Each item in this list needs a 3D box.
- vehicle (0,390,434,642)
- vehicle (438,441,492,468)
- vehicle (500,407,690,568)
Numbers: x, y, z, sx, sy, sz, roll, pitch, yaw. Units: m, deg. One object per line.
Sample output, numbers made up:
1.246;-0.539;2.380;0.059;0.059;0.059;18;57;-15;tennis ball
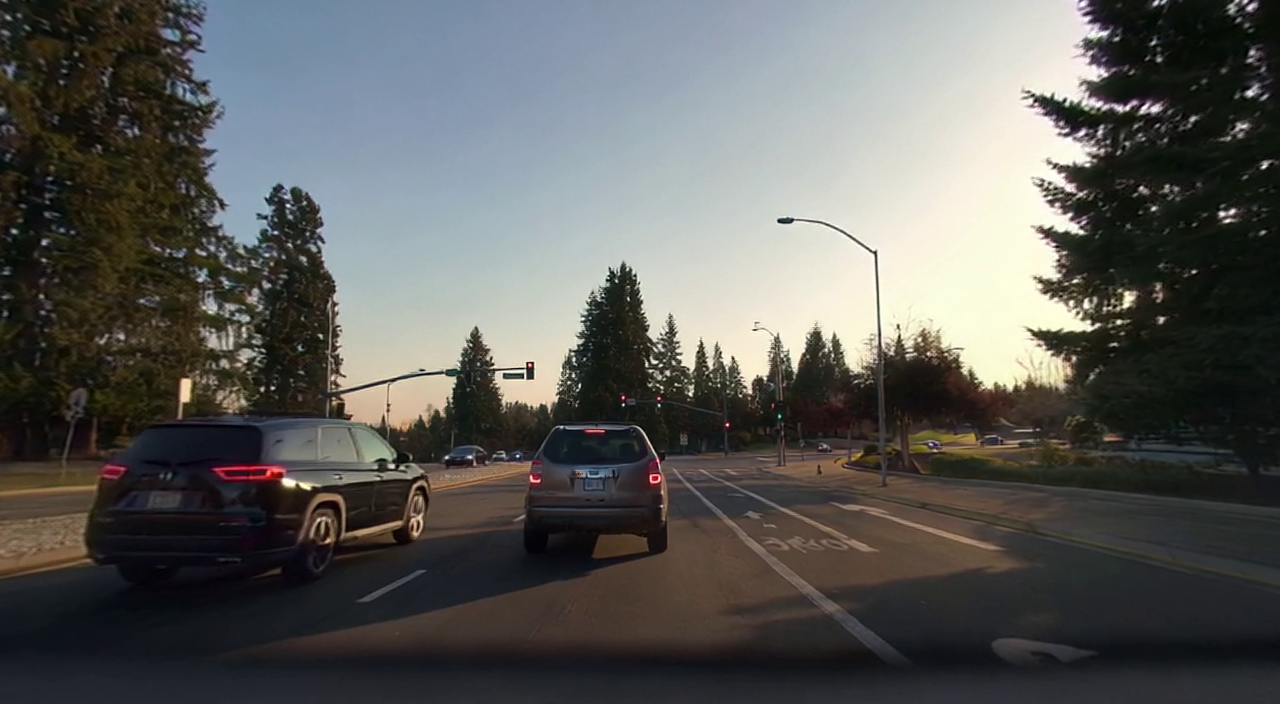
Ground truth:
-3.946;1.418;6.536;2.009;1.673;4.454;0;-8;2;vehicle
-11.176;6.570;40.712;2.070;1.635;4.559;0;-8;1;vehicle
-0.460;1.892;9.667;2.131;1.793;5.016;0;-8;1;vehicle
